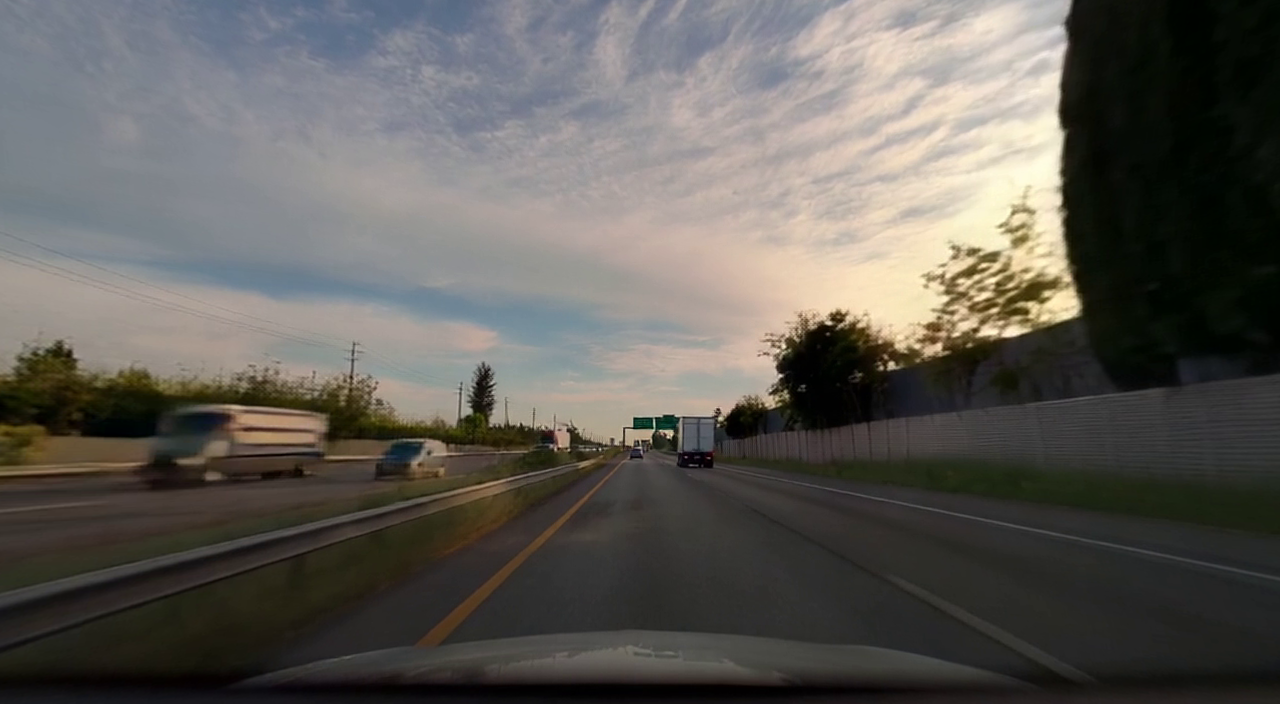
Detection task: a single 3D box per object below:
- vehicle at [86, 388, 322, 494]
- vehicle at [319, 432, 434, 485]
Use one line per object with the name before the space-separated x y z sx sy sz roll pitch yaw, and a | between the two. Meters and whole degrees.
vehicle | -12.388 2.668 18.781 2.397 2.585 6.311 0 -9 1
vehicle | -8.206 3.361 20.082 1.864 1.492 4.032 0 -9 1
